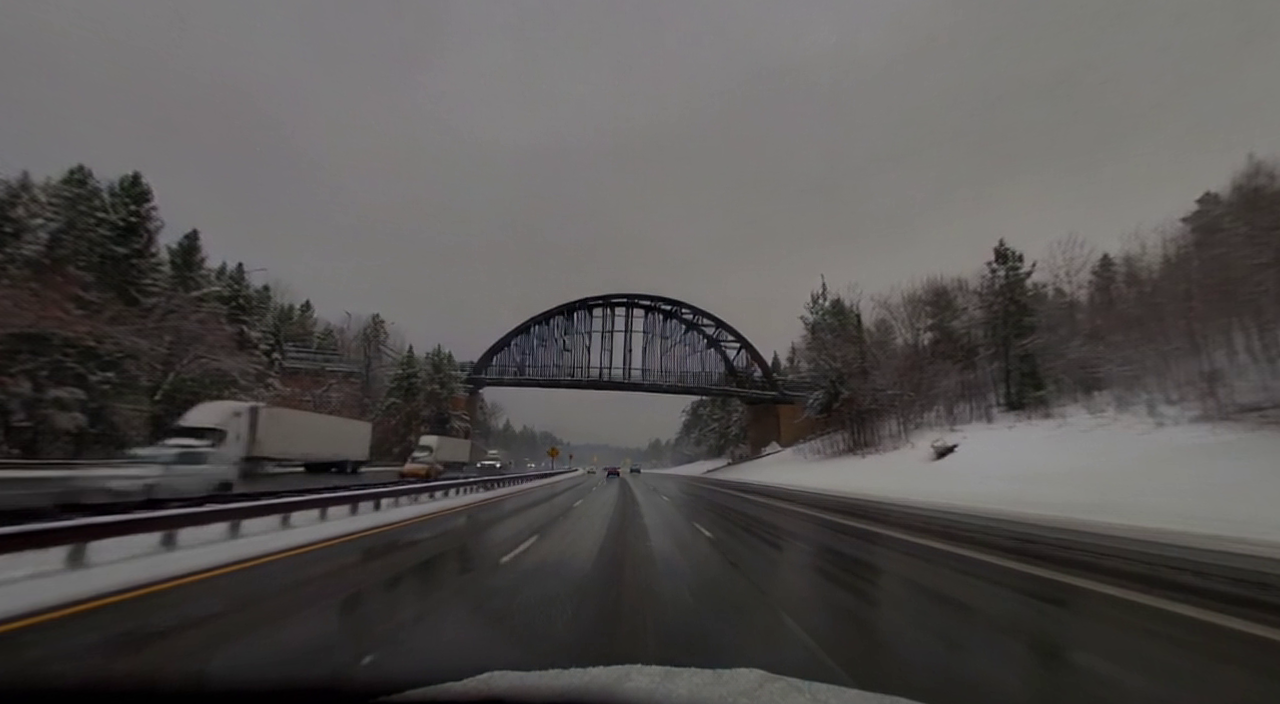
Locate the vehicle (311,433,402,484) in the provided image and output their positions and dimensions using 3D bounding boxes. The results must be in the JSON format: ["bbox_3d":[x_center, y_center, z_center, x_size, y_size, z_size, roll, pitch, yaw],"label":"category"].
[{"bbox_3d":[-16.569,6.349,37.366,2.232,2.669,6.947,1,-10,-1],"label":"vehicle"}]

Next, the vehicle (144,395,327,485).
[{"bbox_3d":[-20.565,4.843,33.196,2.999,3.993,10.054,1,-11,-1],"label":"vehicle"}]

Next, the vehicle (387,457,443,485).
[{"bbox_3d":[-12.810,6.835,36.176,1.816,1.455,3.883,1,-10,-1],"label":"vehicle"}]

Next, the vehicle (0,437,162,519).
[{"bbox_3d":[-12.902,2.619,13.261,1.965,1.509,4.731,1,-10,-1],"label":"vehicle"}]
